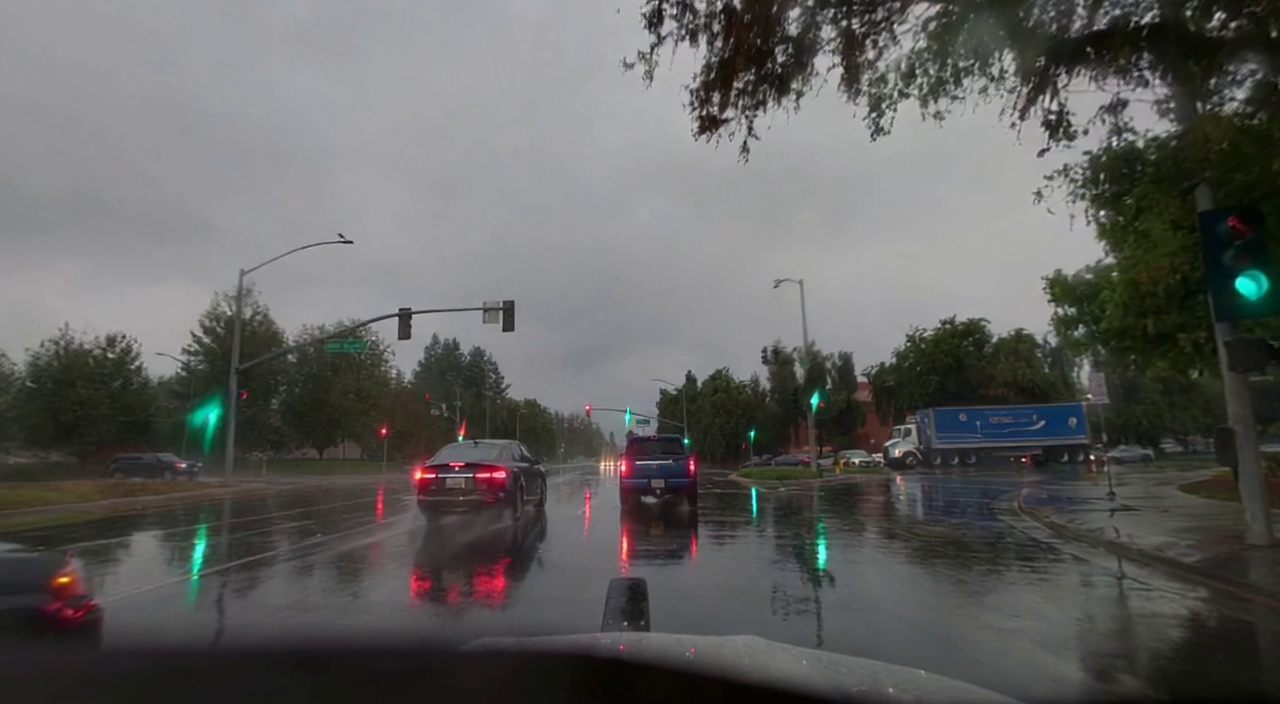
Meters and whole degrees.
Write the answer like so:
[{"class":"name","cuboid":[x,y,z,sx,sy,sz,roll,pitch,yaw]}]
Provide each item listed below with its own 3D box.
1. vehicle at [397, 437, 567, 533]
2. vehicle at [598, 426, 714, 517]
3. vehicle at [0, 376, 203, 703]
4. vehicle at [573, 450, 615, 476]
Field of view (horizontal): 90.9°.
[{"class":"vehicle","cuboid":[-2.718,2.401,12.071,2.013,1.474,4.393,0,-8,1]},{"class":"vehicle","cuboid":[0.326,2.542,13.842,2.163,1.678,3.846,0,-8,1]},{"class":"vehicle","cuboid":[-3.102,0.723,1.197,1.960,1.528,3.490,0,-8,1]},{"class":"vehicle","cuboid":[-2.702,6.649,37.982,2.101,1.443,4.367,0,-8,1]}]
